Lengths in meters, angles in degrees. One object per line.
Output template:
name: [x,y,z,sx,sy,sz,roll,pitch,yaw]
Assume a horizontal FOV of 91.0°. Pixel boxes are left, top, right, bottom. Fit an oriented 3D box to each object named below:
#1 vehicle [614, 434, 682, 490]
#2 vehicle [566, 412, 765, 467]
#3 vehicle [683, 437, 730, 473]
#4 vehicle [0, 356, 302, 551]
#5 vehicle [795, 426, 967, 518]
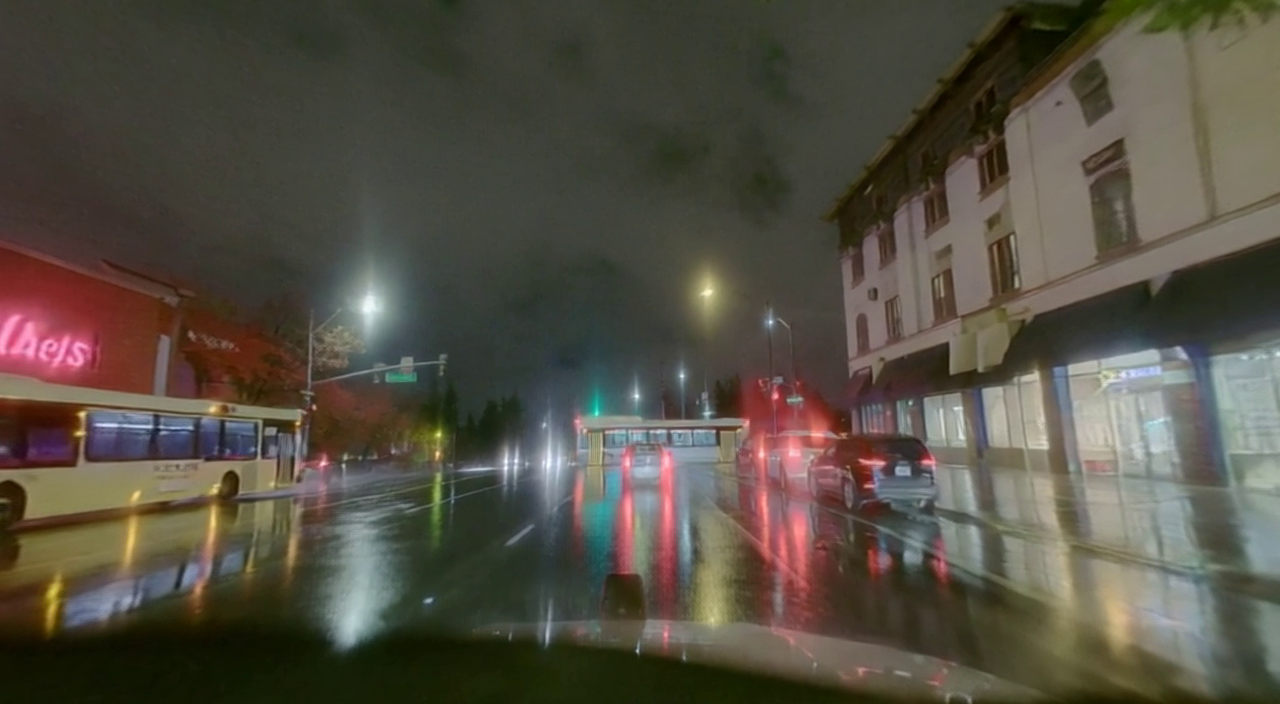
vehicle: [0.190,3.739,21.715,2.089,1.699,4.650,1,-9,-1]
vehicle: [1.721,5.952,42.883,12.978,3.538,3.117,0,-9,3]
vehicle: [3.309,5.217,32.104,2.222,1.688,3.952,0,-9,3]
vehicle: [-12.838,2.277,14.328,3.356,3.365,12.460,0,-9,0]
vehicle: [5.000,2.553,13.880,2.014,1.681,4.332,0,-9,-1]
